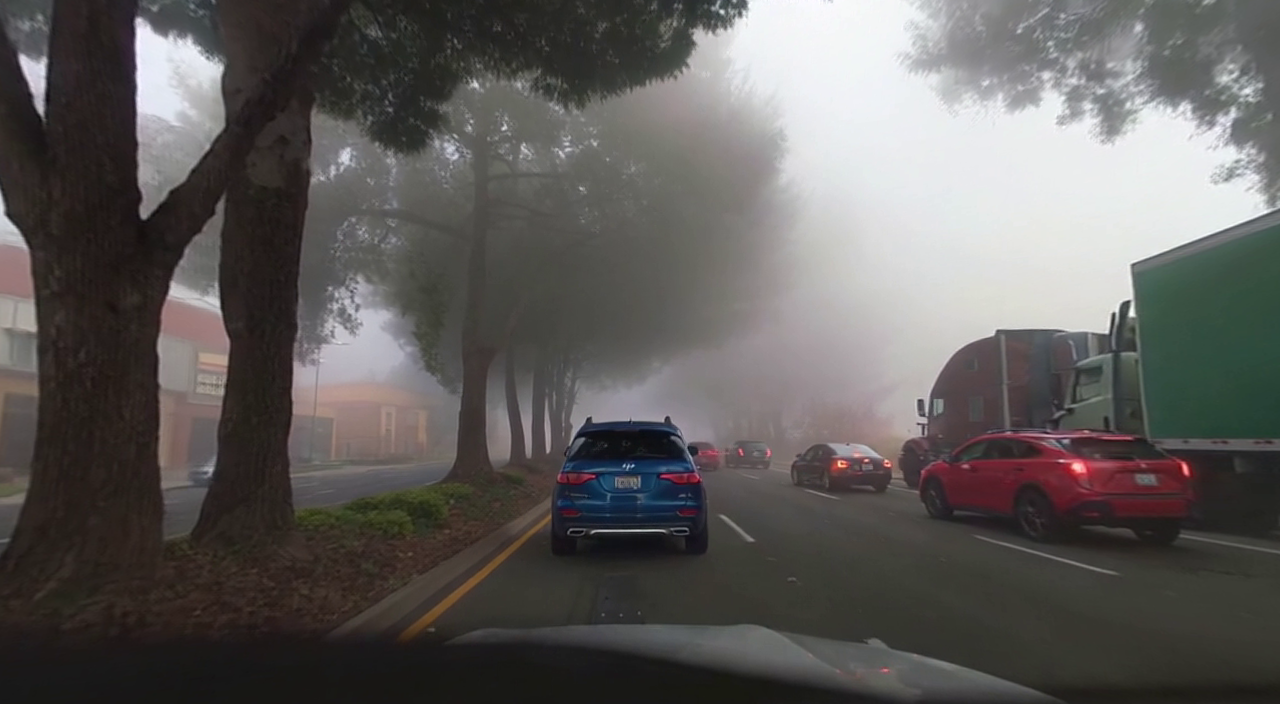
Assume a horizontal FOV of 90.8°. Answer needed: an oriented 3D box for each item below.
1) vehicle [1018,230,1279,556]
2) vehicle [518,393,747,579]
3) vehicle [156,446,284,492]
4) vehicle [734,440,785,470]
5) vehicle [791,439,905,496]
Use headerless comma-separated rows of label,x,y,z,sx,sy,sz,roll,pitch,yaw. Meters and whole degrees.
vehicle,9.975,0.068,5.250,2.879,4.284,17.334,0,-9,-1
vehicle,-0.106,1.679,8.609,2.320,1.880,4.192,0,-9,-1
vehicle,-19.235,5.335,29.339,2.302,1.939,5.221,0,-9,1
vehicle,6.451,5.605,34.625,1.914,1.523,4.287,0,-9,0
vehicle,6.263,3.514,19.653,2.035,1.553,4.465,0,-9,0
